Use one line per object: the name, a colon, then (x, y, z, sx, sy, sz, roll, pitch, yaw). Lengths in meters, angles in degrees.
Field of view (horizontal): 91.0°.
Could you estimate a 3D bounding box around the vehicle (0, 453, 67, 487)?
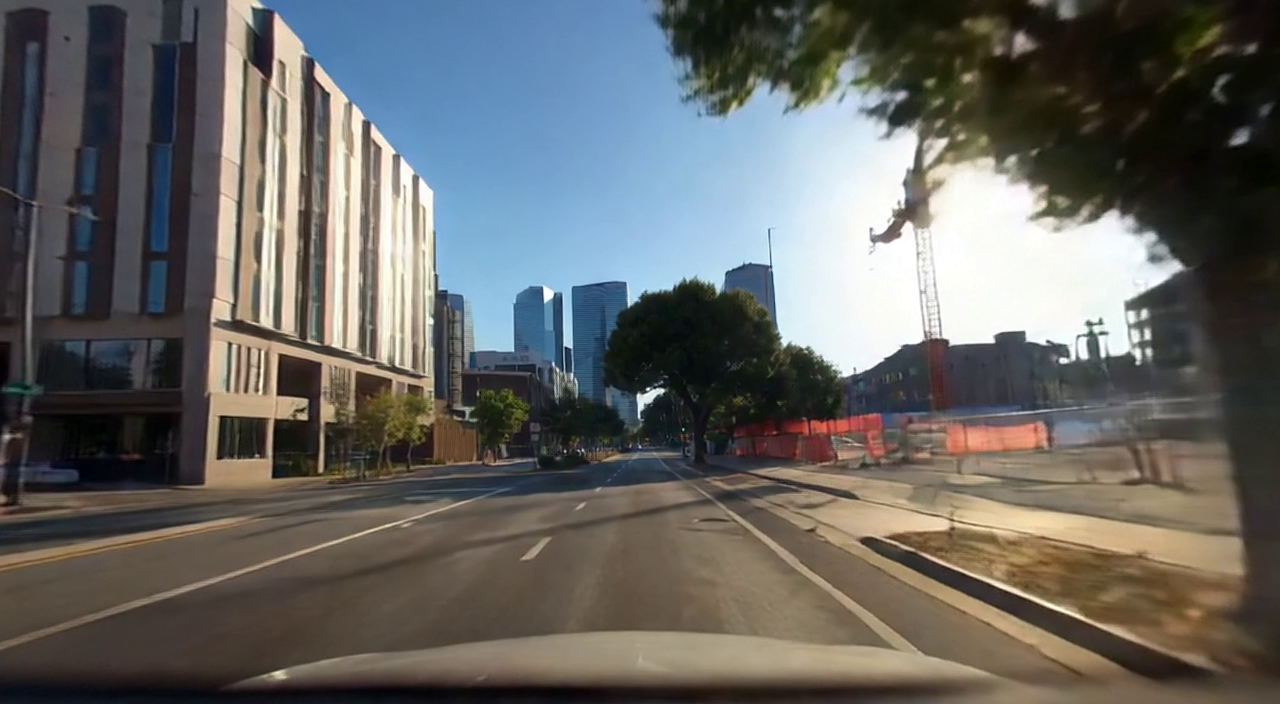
vehicle: (-32.680, 6.056, 32.405, 4.308, 1.598, 1.891, 0, -7, -8)
